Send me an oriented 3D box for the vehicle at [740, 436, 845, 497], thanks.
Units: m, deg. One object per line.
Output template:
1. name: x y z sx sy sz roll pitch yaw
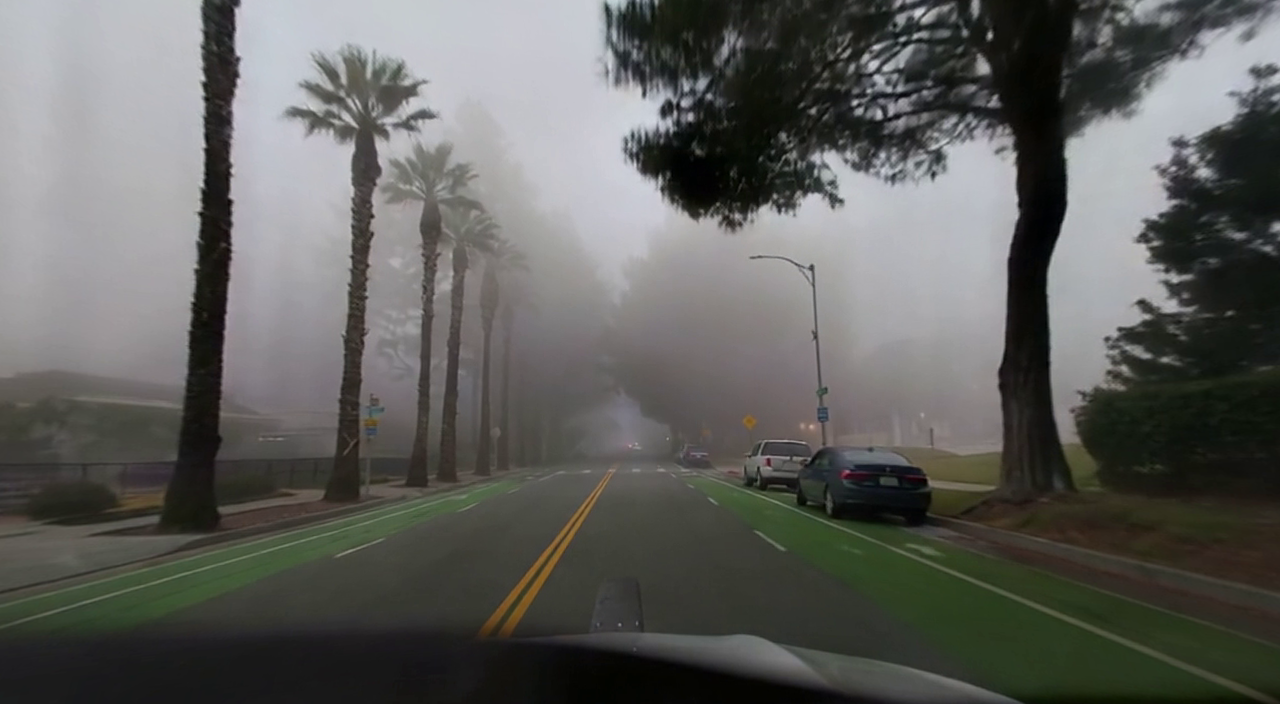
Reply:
1. vehicle: 4.747 3.661 20.546 2.144 1.720 4.794 0 -9 -1

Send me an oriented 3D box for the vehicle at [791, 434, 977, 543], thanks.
1. vehicle: 4.485 2.568 12.492 2.000 1.732 4.298 -1 -9 1

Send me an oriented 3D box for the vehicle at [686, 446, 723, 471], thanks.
1. vehicle: 4.380 7.352 43.767 1.997 1.640 4.494 0 -9 -1
